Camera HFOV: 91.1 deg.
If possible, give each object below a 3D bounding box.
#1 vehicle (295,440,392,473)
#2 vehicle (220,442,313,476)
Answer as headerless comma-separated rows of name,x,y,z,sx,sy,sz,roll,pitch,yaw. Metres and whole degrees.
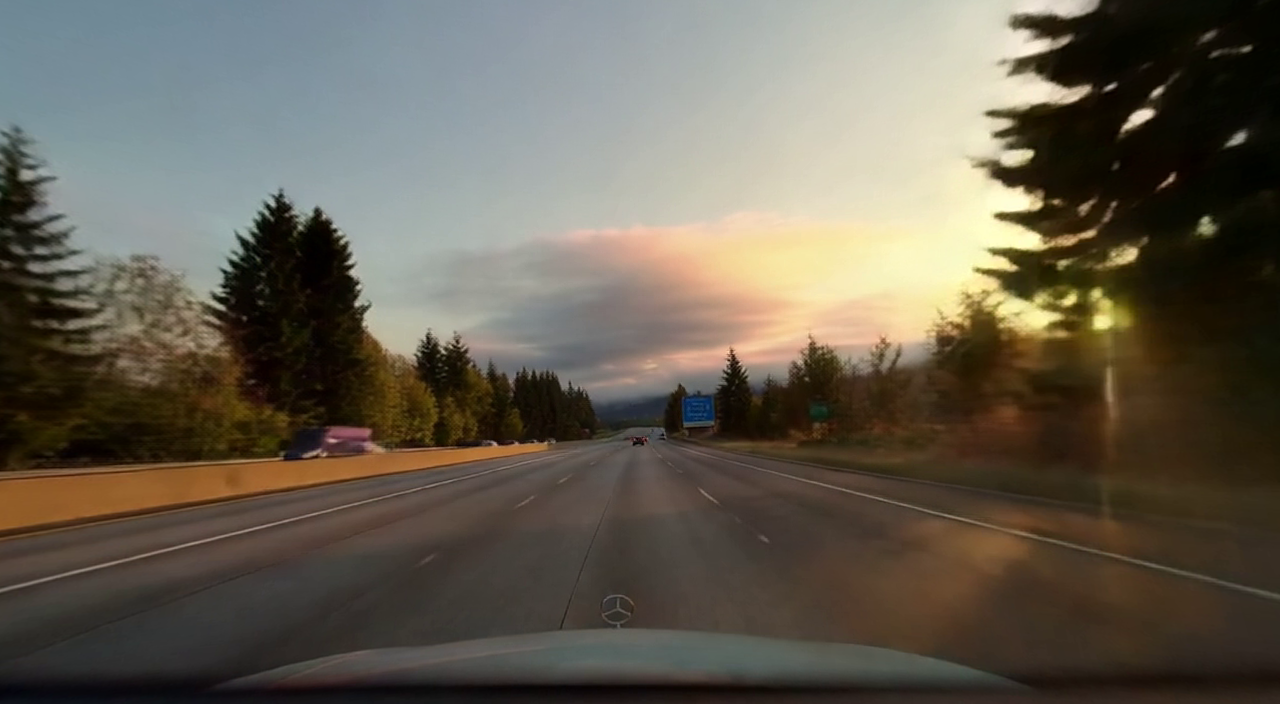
vehicle,-13.808,4.848,29.697,2.081,1.380,5.160,0,-8,0
vehicle,-17.935,5.121,30.474,1.979,1.497,4.154,0,-8,-1
